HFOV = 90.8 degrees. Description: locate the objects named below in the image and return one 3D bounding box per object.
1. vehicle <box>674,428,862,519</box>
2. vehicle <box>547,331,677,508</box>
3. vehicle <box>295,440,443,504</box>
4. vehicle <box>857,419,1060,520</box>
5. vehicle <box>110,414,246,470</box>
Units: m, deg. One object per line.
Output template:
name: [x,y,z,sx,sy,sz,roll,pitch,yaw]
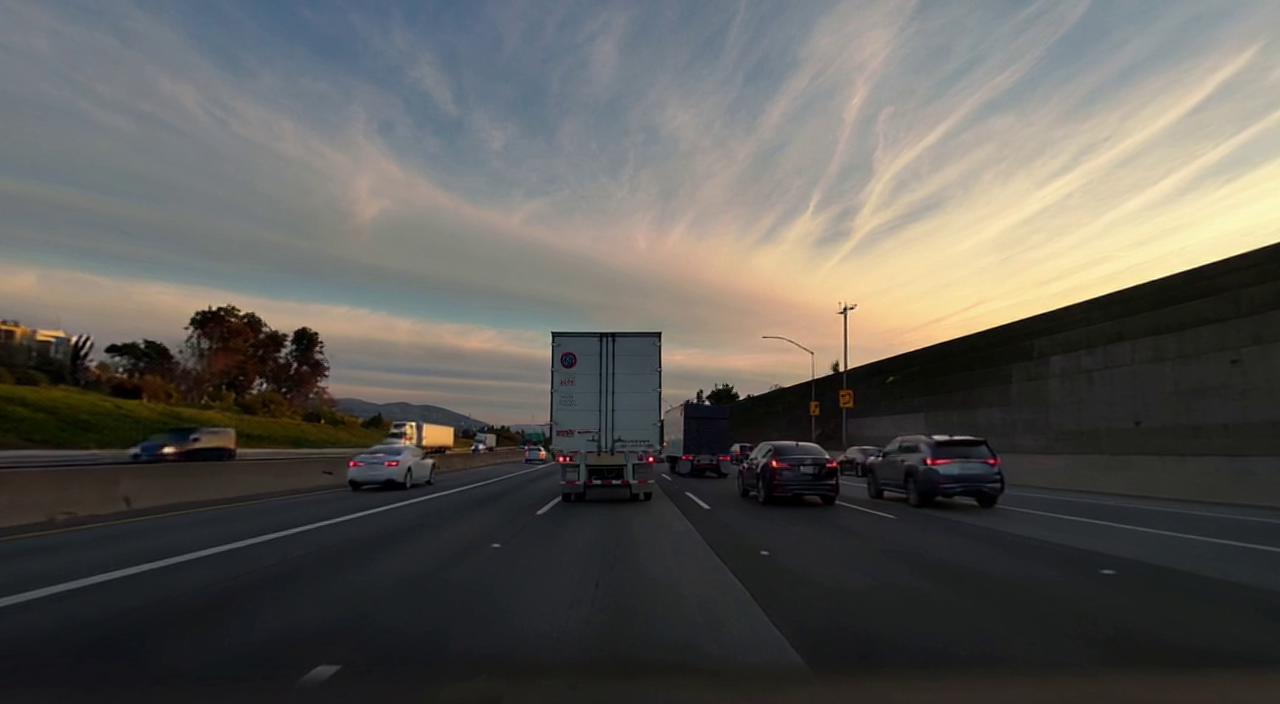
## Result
vehicle: [3.180,3.759,21.115,2.869,1.940,14.755,0,-9,-2]
vehicle: [-0.668,2.312,19.795,2.906,4.040,10.743,0,-9,0]
vehicle: [-7.142,3.194,17.308,1.973,1.471,4.779,0,-9,0]
vehicle: [6.885,2.590,14.388,2.070,1.888,4.546,0,-9,-2]
vehicle: [-23.701,4.710,32.851,2.694,2.597,5.906,0,-9,-2]
